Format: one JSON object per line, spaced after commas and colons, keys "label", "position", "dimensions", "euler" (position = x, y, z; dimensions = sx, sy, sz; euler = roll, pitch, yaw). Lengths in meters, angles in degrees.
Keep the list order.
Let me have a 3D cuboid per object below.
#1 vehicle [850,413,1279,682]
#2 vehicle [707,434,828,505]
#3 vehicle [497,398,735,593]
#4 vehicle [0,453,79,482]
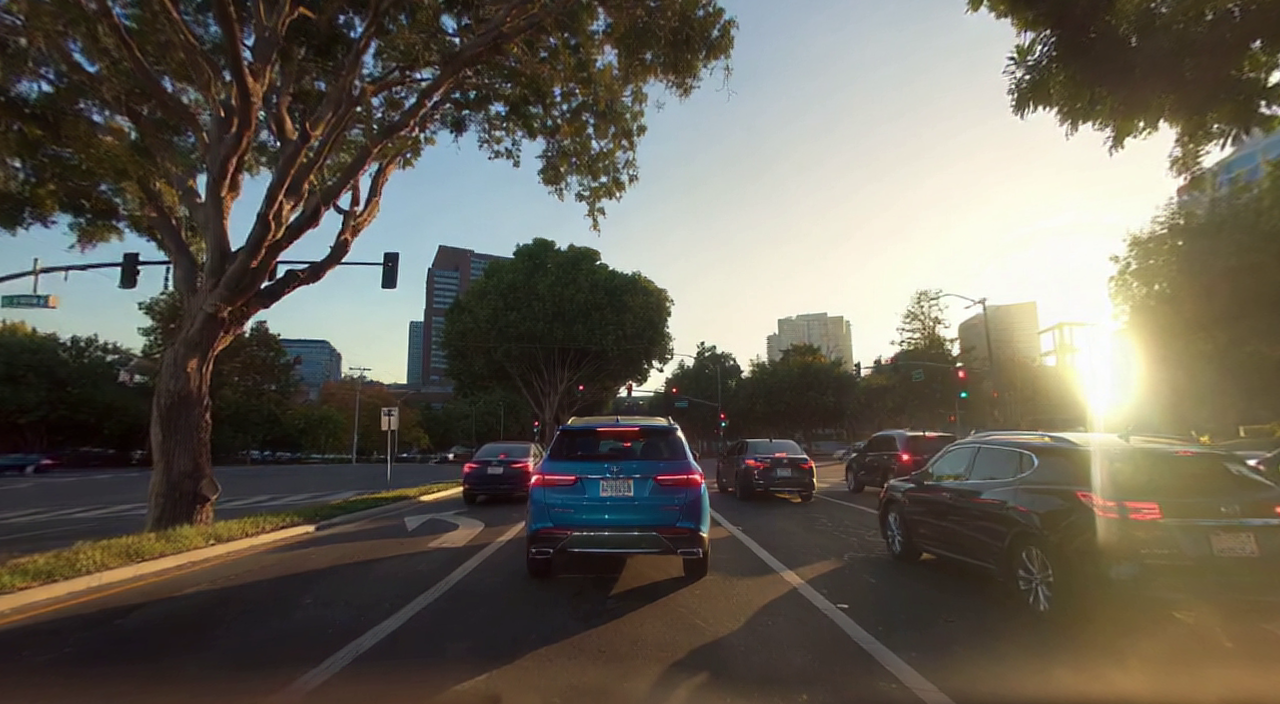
{"label": "vehicle", "position": [3.611, 1.395, 5.692], "dimensions": [1.861, 1.478, 4.185], "euler": [0, -8, -2]}
{"label": "vehicle", "position": [2.977, 2.853, 15.773], "dimensions": [1.950, 1.506, 4.086], "euler": [0, -8, -3]}
{"label": "vehicle", "position": [-0.268, 1.558, 7.630], "dimensions": [2.101, 1.707, 3.904], "euler": [0, -8, -2]}
{"label": "vehicle", "position": [-40.161, 7.549, 41.379], "dimensions": [4.446, 1.821, 2.276], "euler": [1, -9, -8]}
